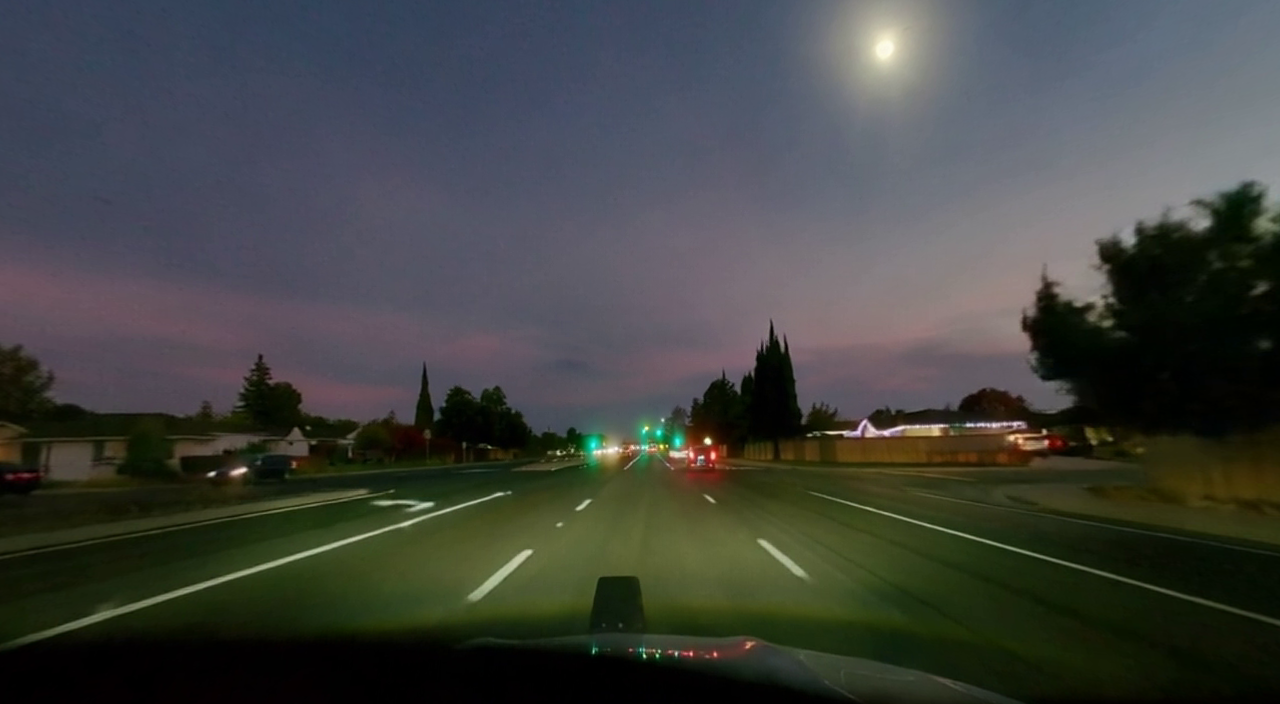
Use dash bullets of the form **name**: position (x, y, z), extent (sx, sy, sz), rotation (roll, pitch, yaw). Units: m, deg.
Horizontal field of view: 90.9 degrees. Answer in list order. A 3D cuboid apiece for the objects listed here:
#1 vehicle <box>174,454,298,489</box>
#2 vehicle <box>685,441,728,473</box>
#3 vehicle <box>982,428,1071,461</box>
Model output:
- **vehicle**: position (-18.536, 5.486, 29.083), extent (4.351, 1.489, 1.890), rotation (0, -9, -3)
- **vehicle**: position (3.996, 6.408, 38.698), extent (2.114, 1.780, 4.445), rotation (0, -9, 0)
- **vehicle**: position (25.445, 6.148, 41.818), extent (2.198, 1.973, 5.805), rotation (0, -9, 1)
